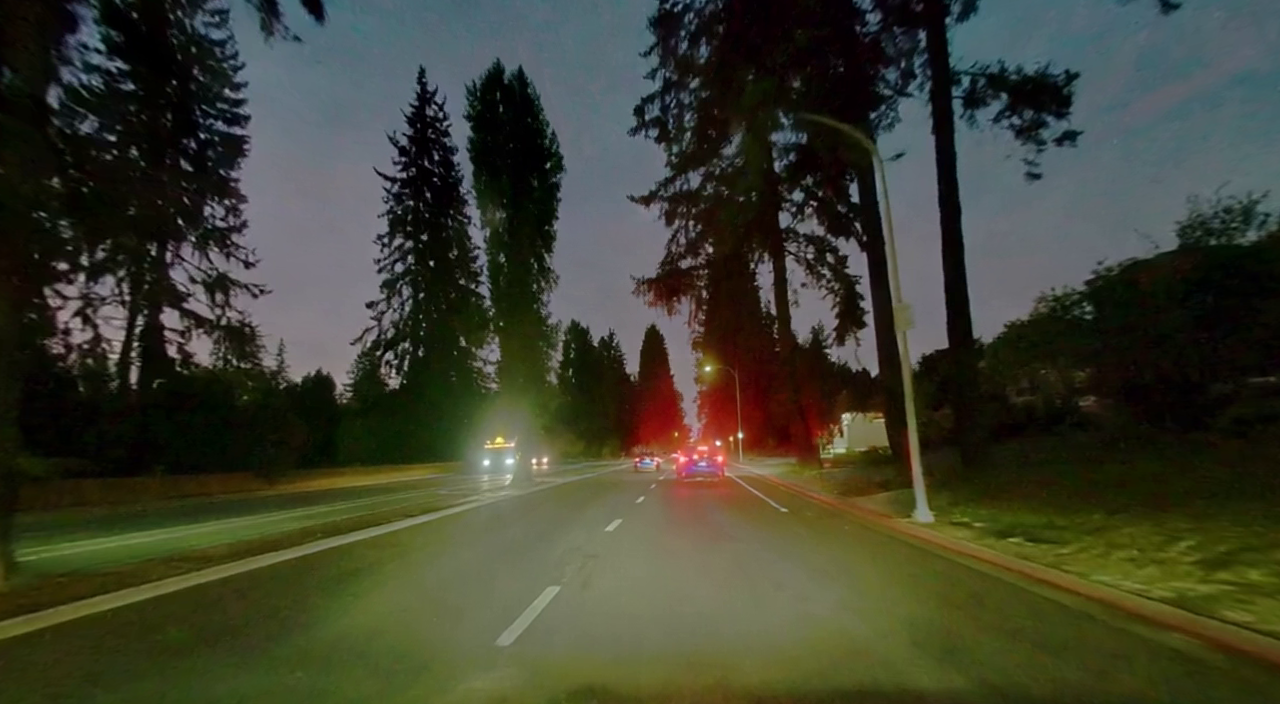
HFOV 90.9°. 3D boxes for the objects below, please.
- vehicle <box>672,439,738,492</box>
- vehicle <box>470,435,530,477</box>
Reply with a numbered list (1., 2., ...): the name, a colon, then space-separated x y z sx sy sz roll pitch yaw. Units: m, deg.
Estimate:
1. vehicle: 2.144 3.849 21.821 2.052 1.639 4.123 -1 -8 3
2. vehicle: -10.424 7.816 47.537 2.661 2.737 6.092 -5 -9 4
